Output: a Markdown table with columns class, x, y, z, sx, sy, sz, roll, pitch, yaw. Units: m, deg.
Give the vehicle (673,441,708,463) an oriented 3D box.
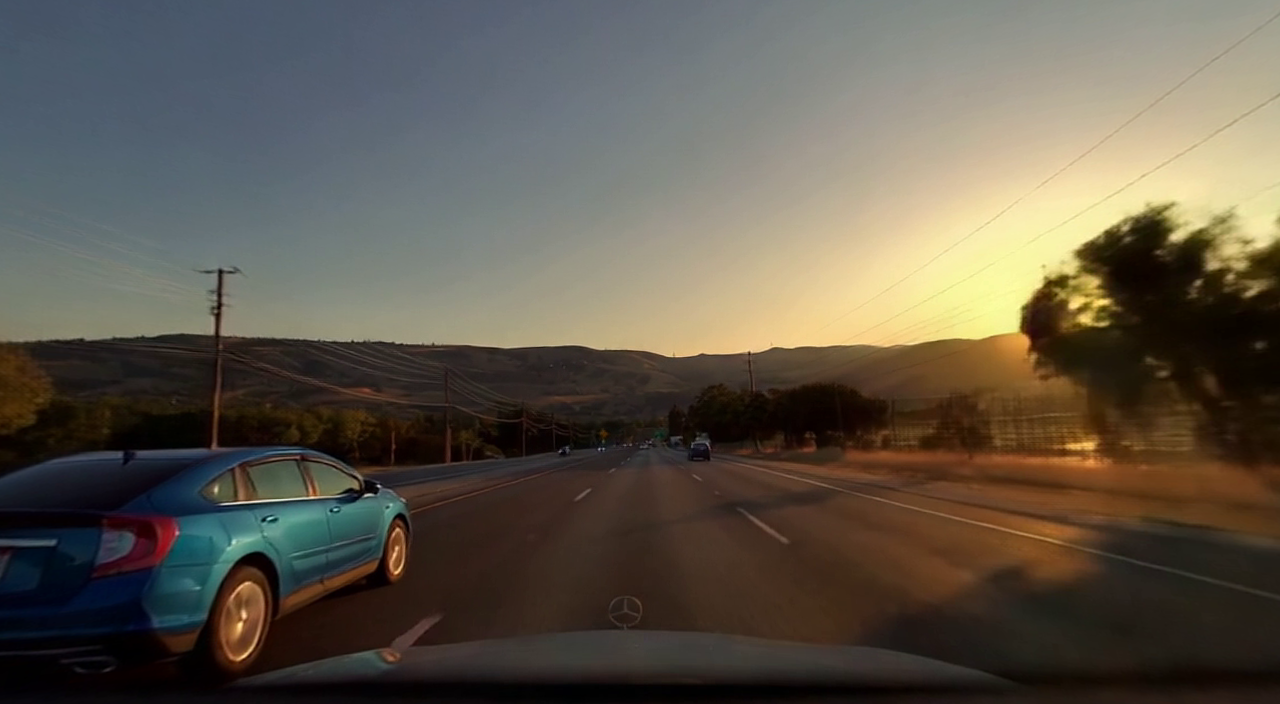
| class | x | y | z | sx | sy | sz | roll | pitch | yaw |
| --- | --- | --- | --- | --- | --- | --- | --- | --- | --- |
| vehicle | 3.617 | 7.201 | 45.664 | 2.148 | 1.538 | 4.430 | 0 | -8 | 0 |
